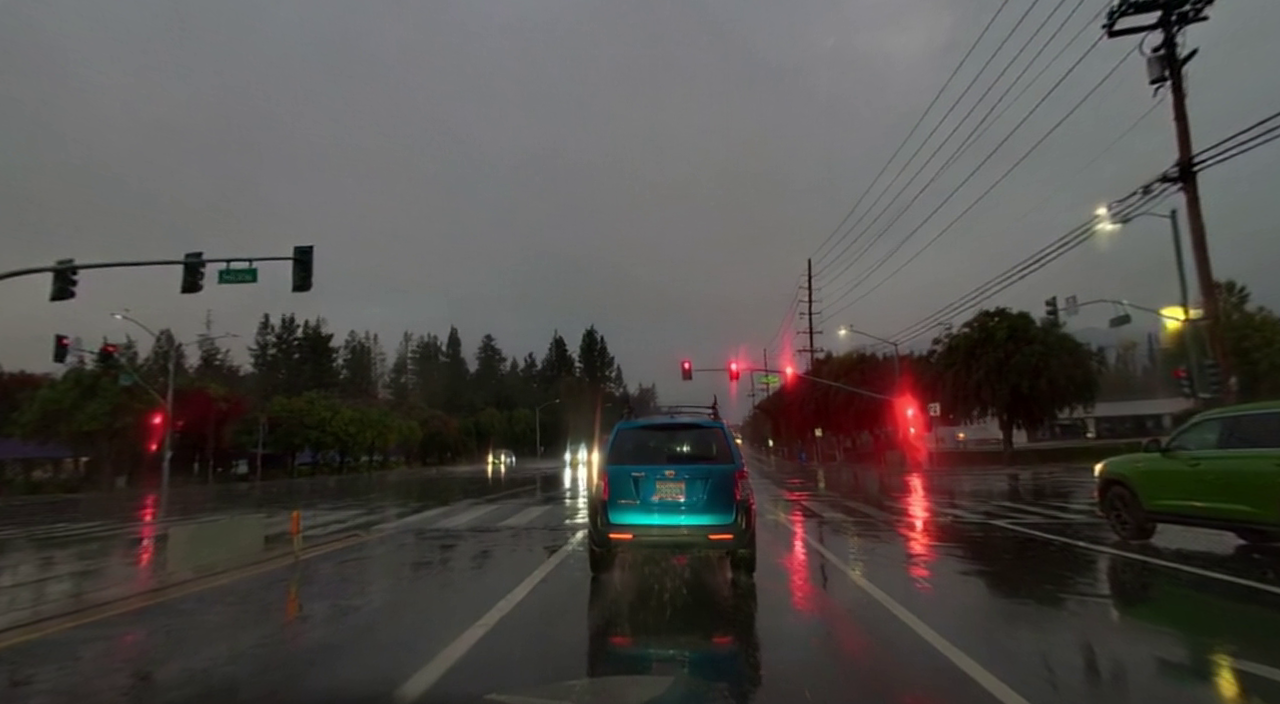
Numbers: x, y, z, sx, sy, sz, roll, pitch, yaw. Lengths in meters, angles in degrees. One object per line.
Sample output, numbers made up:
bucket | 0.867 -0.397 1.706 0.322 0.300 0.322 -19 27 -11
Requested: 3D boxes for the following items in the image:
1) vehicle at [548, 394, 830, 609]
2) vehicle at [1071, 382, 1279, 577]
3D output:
vehicle | 0.479 1.541 7.351 2.285 1.729 4.252 -1 -9 3
vehicle | 7.143 1.292 6.575 2.119 1.827 4.806 -1 -9 4
